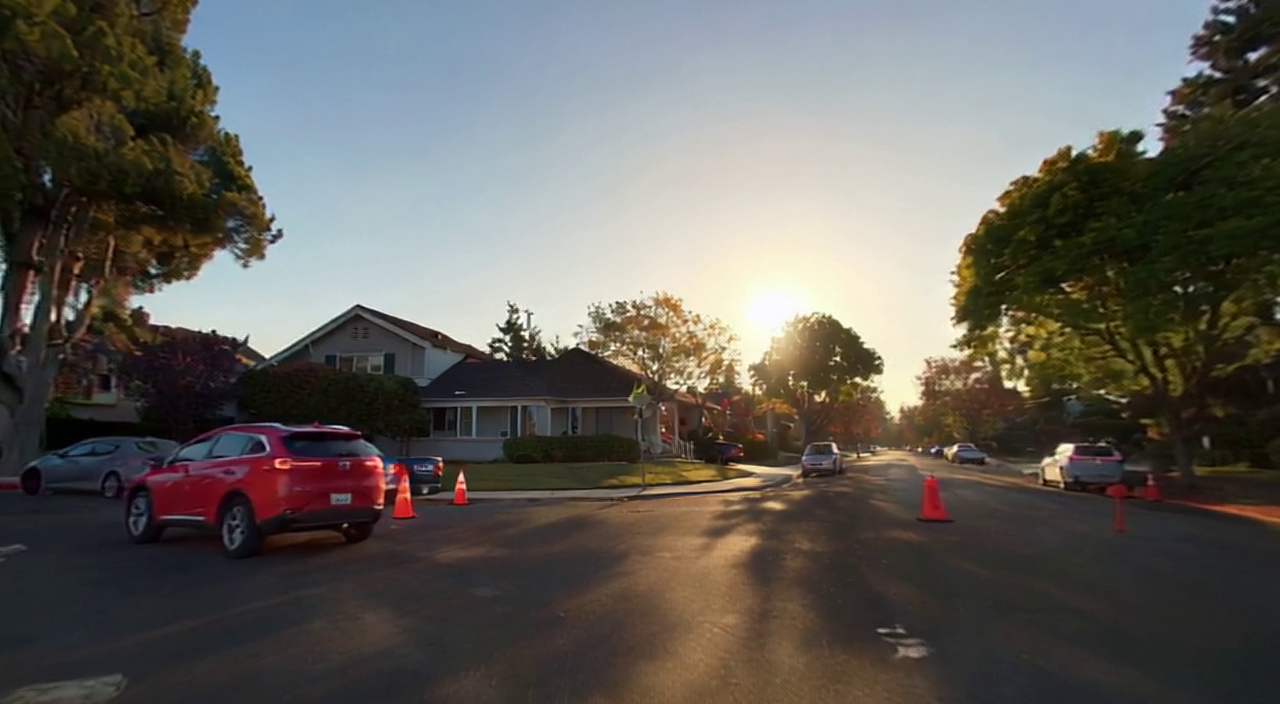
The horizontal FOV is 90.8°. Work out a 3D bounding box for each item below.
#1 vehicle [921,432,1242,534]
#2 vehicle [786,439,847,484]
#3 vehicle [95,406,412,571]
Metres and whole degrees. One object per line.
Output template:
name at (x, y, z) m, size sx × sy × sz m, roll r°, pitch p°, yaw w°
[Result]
vehicle at (8.045, 2.333, 11.768) m, size 4.656 × 1.577 × 2.099 m, roll 1°, pitch -8°, yaw -10°
vehicle at (7.686, 4.656, 27.207) m, size 2.014 × 1.742 × 4.297 m, roll -3°, pitch -9°, yaw 22°
vehicle at (-5.544, 1.785, 8.997) m, size 4.094 × 1.748 × 2.350 m, roll -6°, pitch -10°, yaw 36°
